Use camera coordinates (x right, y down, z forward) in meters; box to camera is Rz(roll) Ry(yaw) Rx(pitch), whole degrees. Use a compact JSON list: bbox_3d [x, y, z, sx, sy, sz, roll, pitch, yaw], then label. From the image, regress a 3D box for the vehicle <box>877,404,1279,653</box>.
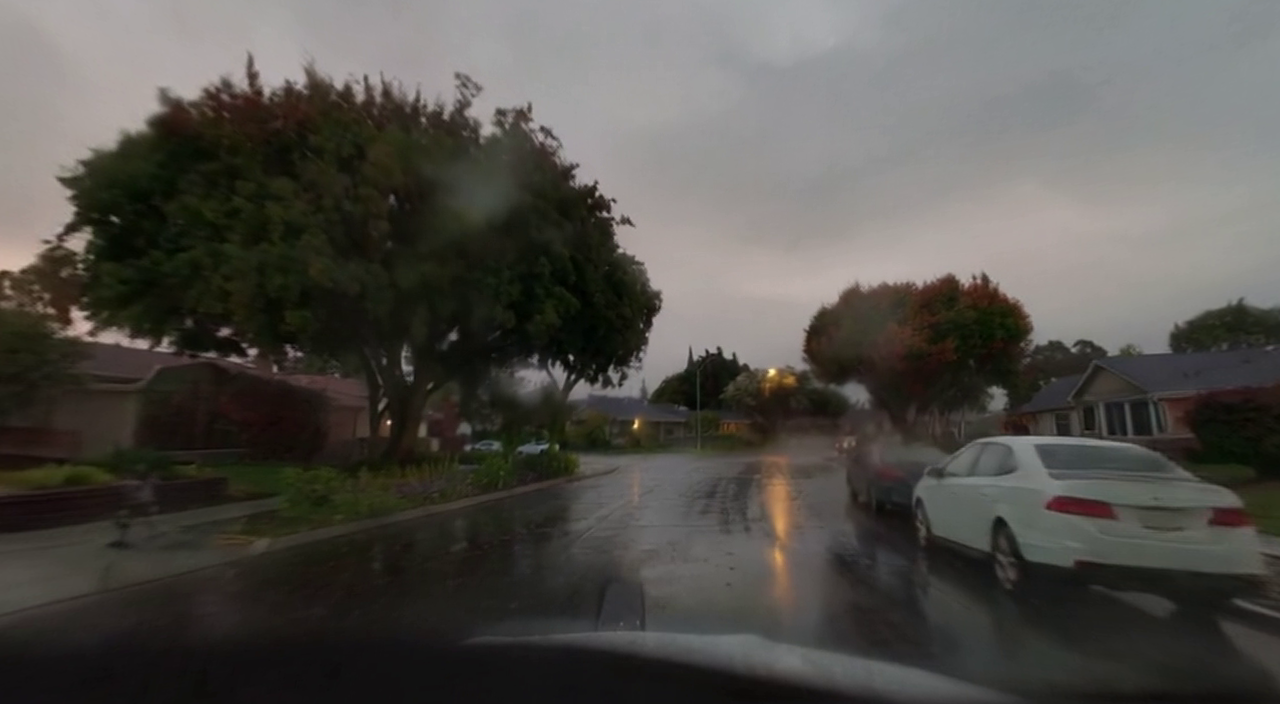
[{"bbox_3d":[4.190,1.529,6.662,2.075,1.657,4.648,-1,-8,7],"label":"vehicle"}]
